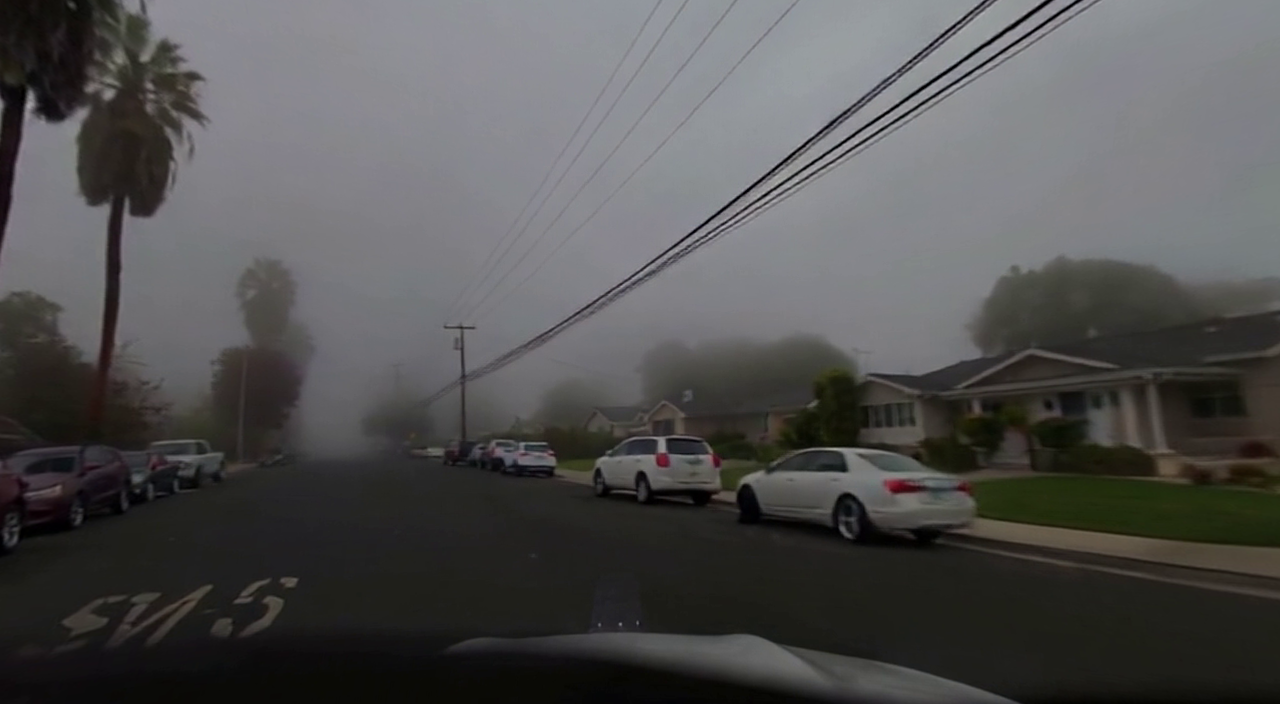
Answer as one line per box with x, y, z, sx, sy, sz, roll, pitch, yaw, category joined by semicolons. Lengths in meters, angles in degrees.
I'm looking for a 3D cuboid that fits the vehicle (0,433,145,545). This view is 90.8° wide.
-11.064;2.416;11.814;1.919;1.678;4.385;0;-6;-26;vehicle

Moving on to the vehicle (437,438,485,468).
-11.912;6.622;41.809;2.115;1.826;4.871;4;-9;-26;vehicle

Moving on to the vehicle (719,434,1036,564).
3.137;1.988;9.502;1.786;1.437;4.448;3;-9;-24;vehicle

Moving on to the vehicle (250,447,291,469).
-27.172;7.755;46.571;2.013;1.483;4.645;3;-9;-23;vehicle

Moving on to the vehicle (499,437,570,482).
-4.494;4.419;26.407;1.894;1.675;4.294;3;-9;-23;vehicle

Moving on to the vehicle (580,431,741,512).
0.300;2.771;15.299;1.943;1.623;4.471;4;-9;-27;vehicle
